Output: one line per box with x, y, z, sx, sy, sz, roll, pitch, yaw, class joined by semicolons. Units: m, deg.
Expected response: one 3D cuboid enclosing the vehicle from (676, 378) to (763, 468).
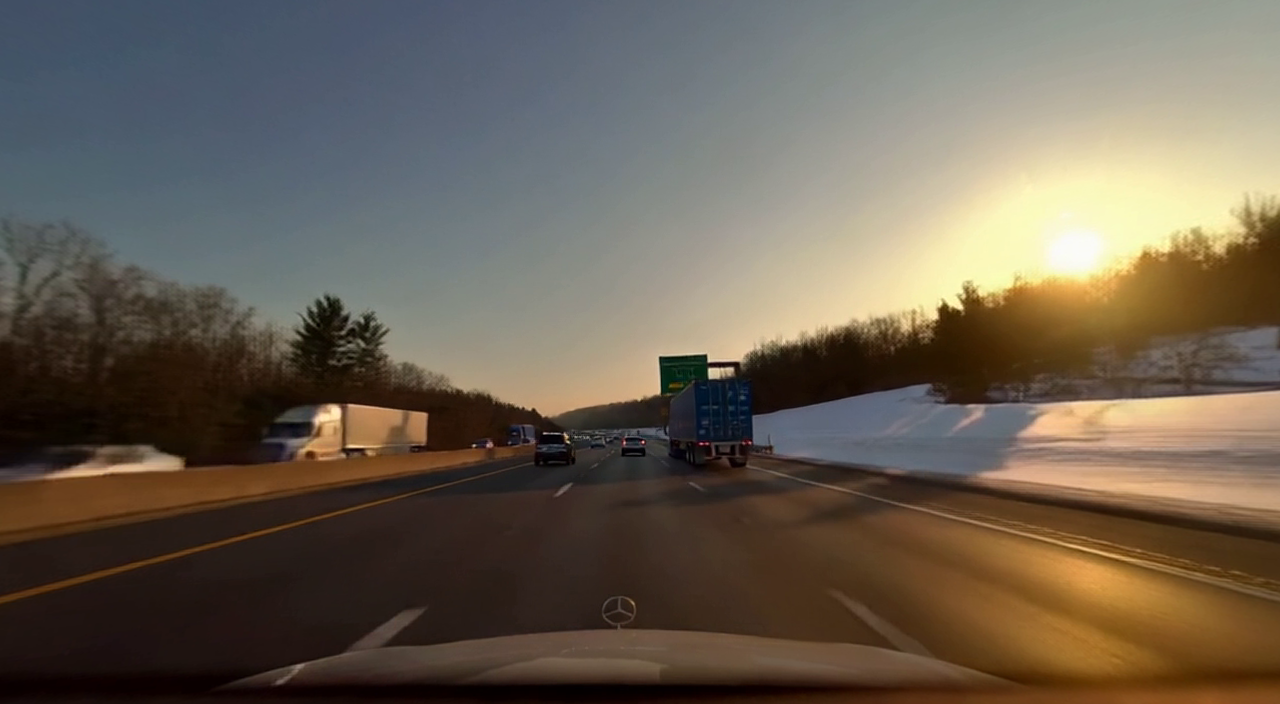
3.606;3.557;30.833;2.883;3.836;7.894;0;-8;-2;vehicle

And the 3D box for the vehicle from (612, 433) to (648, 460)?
-0.612;5.770;38.644;2.088;1.567;4.240;0;-8;-1;vehicle

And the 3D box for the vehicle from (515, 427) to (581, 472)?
-3.608;3.911;25.484;2.054;1.671;4.445;0;-8;0;vehicle

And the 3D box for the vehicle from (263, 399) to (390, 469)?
-20.080;5.405;41.381;3.018;3.996;10.573;0;-8;-1;vehicle

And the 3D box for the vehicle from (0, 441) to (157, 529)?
-12.051;2.531;12.459;1.871;1.495;3.907;0;-8;-1;vehicle
